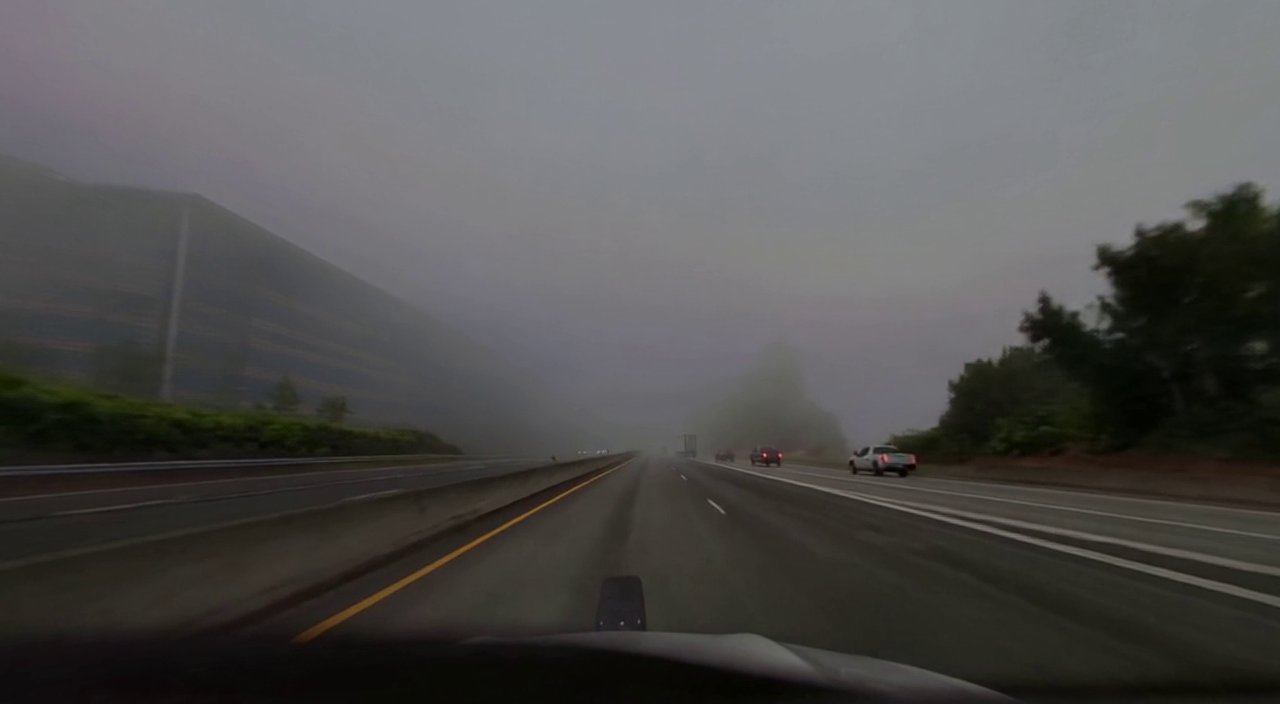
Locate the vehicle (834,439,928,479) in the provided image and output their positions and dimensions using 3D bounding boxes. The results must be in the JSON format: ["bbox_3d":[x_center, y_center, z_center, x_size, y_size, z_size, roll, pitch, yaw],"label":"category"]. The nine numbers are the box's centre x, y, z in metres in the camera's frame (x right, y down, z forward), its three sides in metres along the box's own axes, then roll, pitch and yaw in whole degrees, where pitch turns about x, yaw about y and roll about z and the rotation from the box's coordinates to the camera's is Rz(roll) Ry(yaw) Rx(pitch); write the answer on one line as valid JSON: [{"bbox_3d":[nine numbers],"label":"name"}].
[{"bbox_3d":[10.682,4.777,28.391,2.127,1.646,4.926,0,-9,-2],"label":"vehicle"}]
